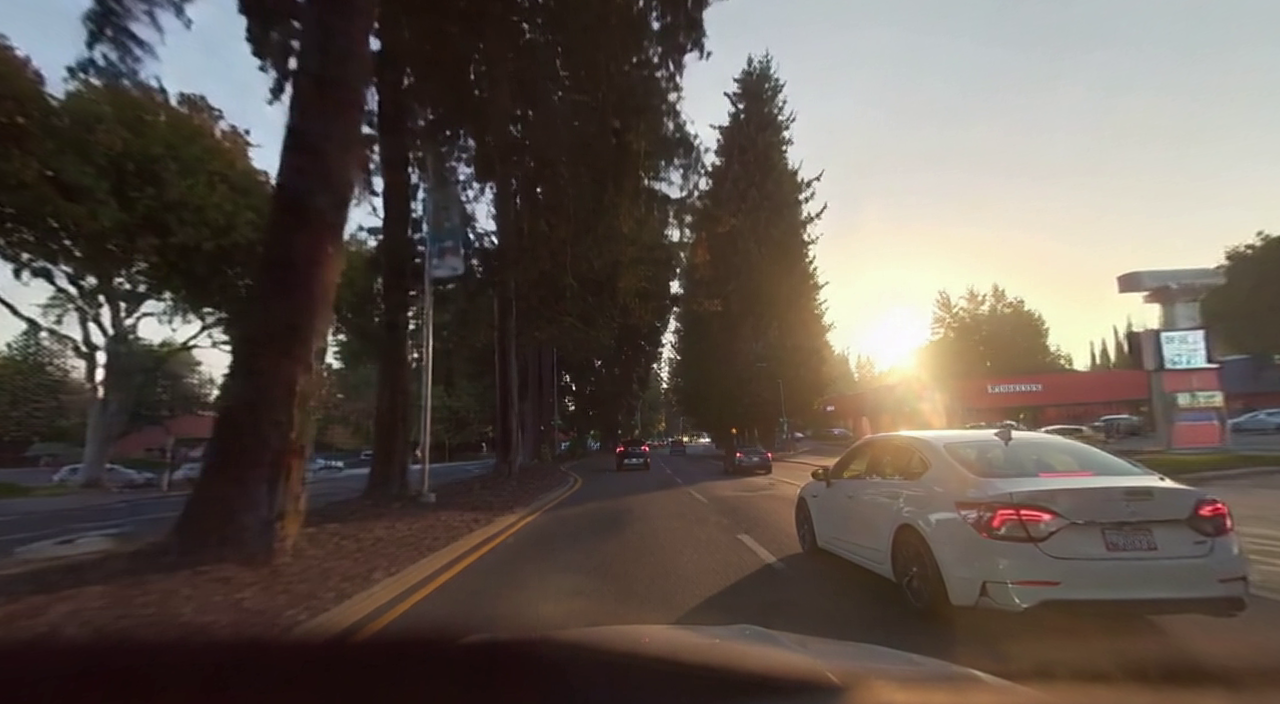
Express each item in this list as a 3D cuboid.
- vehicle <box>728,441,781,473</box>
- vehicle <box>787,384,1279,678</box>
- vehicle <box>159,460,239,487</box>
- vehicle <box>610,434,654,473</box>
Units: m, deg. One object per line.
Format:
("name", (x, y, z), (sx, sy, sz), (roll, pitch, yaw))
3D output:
("vehicle", (5.549, 5.144, 31.098), (1.883, 1.452, 4.258), (0, -8, 1))
("vehicle", (3.013, 1.345, 5.897), (2.153, 1.658, 4.485), (0, -8, 0))
("vehicle", (-30.123, 8.271, 43.239), (4.040, 1.444, 1.905), (-4, -8, -1))
("vehicle", (-0.406, 5.168, 32.321), (2.106, 1.798, 4.168), (0, -8, 0))
